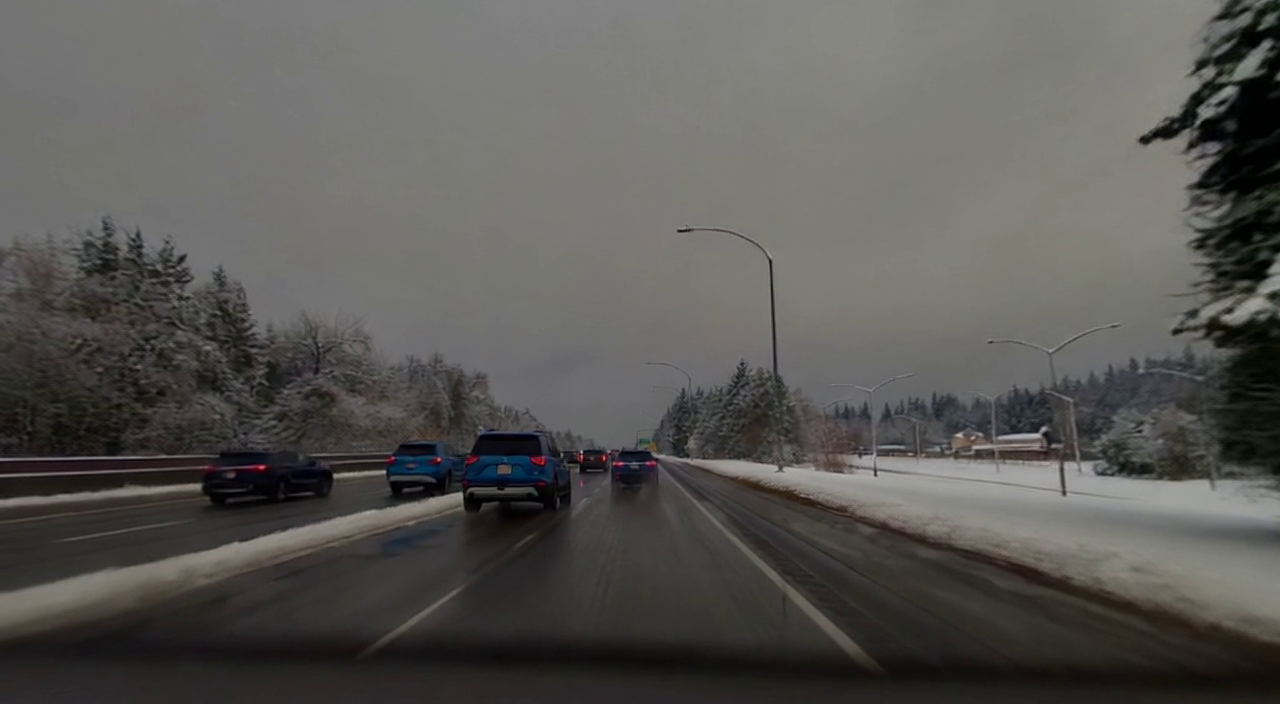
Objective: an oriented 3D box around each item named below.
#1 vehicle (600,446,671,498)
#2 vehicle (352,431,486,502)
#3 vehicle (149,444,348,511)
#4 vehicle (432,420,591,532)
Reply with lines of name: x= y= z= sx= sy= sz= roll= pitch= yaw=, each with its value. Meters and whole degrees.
vehicle: x=-0.112 y=3.797 z=20.370 sx=2.068 sy=1.488 sz=4.045 roll=0 pitch=-9 yaw=1
vehicle: x=-6.350 y=3.352 z=18.813 sx=2.162 sy=1.823 sz=4.566 roll=0 pitch=-9 yaw=2
vehicle: x=-9.872 y=3.172 z=16.457 sx=2.126 sy=1.480 sz=4.589 roll=0 pitch=-9 yaw=2
vehicle: x=-2.264 y=2.347 z=12.413 sx=2.123 sy=1.798 sz=4.108 roll=0 pitch=-9 yaw=2
